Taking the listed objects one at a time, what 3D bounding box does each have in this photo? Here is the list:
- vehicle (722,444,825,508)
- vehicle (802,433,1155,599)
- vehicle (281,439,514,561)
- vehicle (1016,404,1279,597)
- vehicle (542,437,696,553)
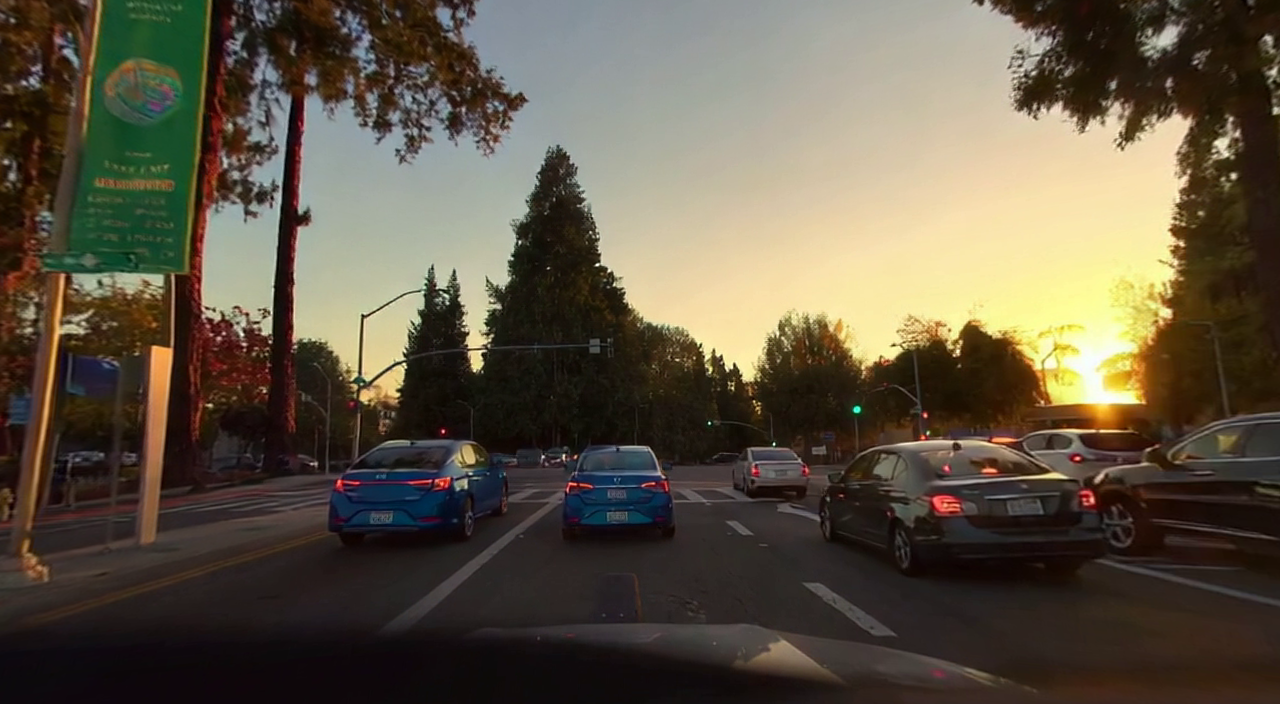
[{"bbox_3d":[3.434,3.243,17.030,1.852,1.498,3.825,0,-9,-1],"label":"vehicle"},{"bbox_3d":[3.637,1.816,7.987,1.953,1.471,4.470,0,-8,0],"label":"vehicle"},{"bbox_3d":[-3.354,2.109,9.782,1.929,1.457,4.136,0,-9,0],"label":"vehicle"},{"bbox_3d":[6.884,1.555,7.106,2.099,1.749,5.098,0,-9,-1],"label":"vehicle"},{"bbox_3d":[-0.295,2.129,10.067,1.994,1.479,3.647,0,-9,-1],"label":"vehicle"}]
